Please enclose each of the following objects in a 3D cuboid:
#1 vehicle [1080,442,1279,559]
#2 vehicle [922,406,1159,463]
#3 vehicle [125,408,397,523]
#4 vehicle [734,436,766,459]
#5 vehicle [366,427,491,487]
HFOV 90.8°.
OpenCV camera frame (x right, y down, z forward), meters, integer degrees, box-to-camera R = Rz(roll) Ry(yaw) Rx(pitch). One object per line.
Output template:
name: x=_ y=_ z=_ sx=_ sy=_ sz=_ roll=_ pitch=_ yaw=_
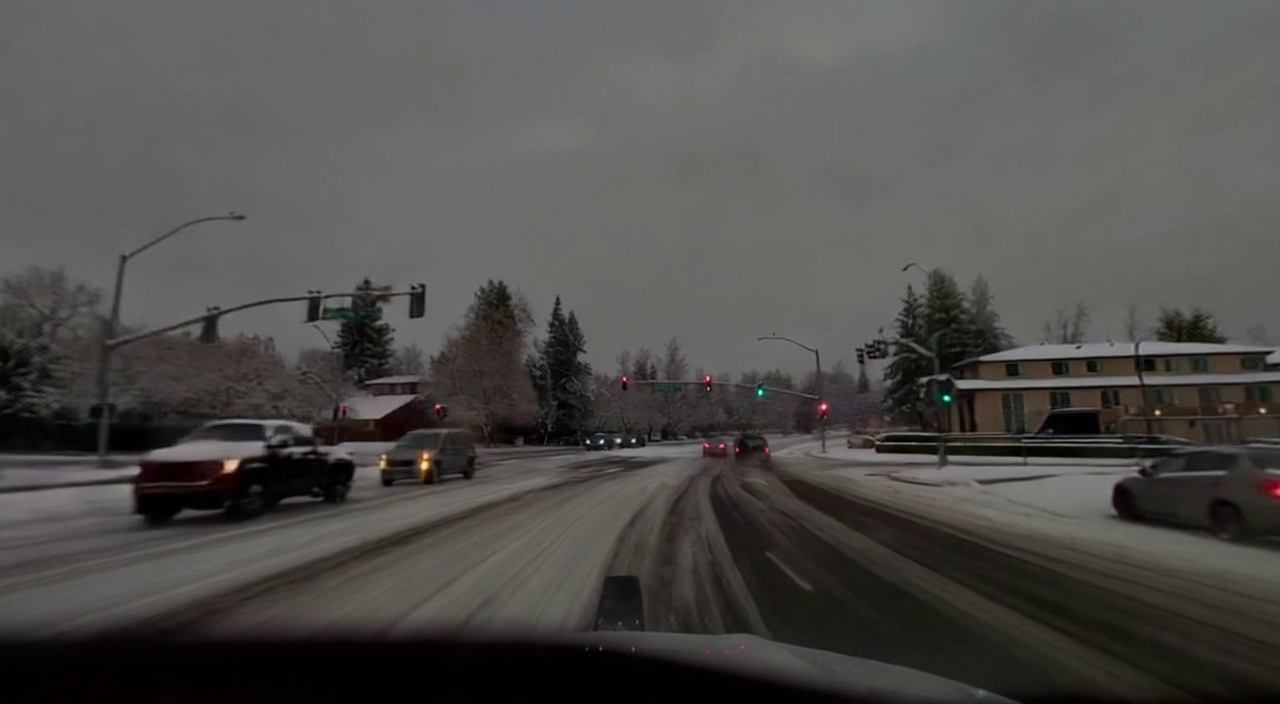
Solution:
vehicle: x=9.367 y=2.190 z=10.156 sx=2.144 sy=1.473 sz=4.638 roll=-2 pitch=-9 yaw=14
vehicle: x=25.627 y=5.431 z=41.191 sx=12.701 sy=3.428 sz=3.061 roll=-2 pitch=-8 yaw=8
vehicle: x=-6.928 y=2.142 z=12.439 sx=2.188 sy=1.789 sz=4.881 roll=-1 pitch=-8 yaw=2
vehicle: x=8.414 y=7.324 z=48.459 sx=2.255 sy=1.708 sz=4.328 roll=-2 pitch=-8 yaw=10
vehicle: x=-6.602 y=3.332 z=20.379 sx=2.010 sy=1.686 sz=4.653 roll=-1 pitch=-8 yaw=6
